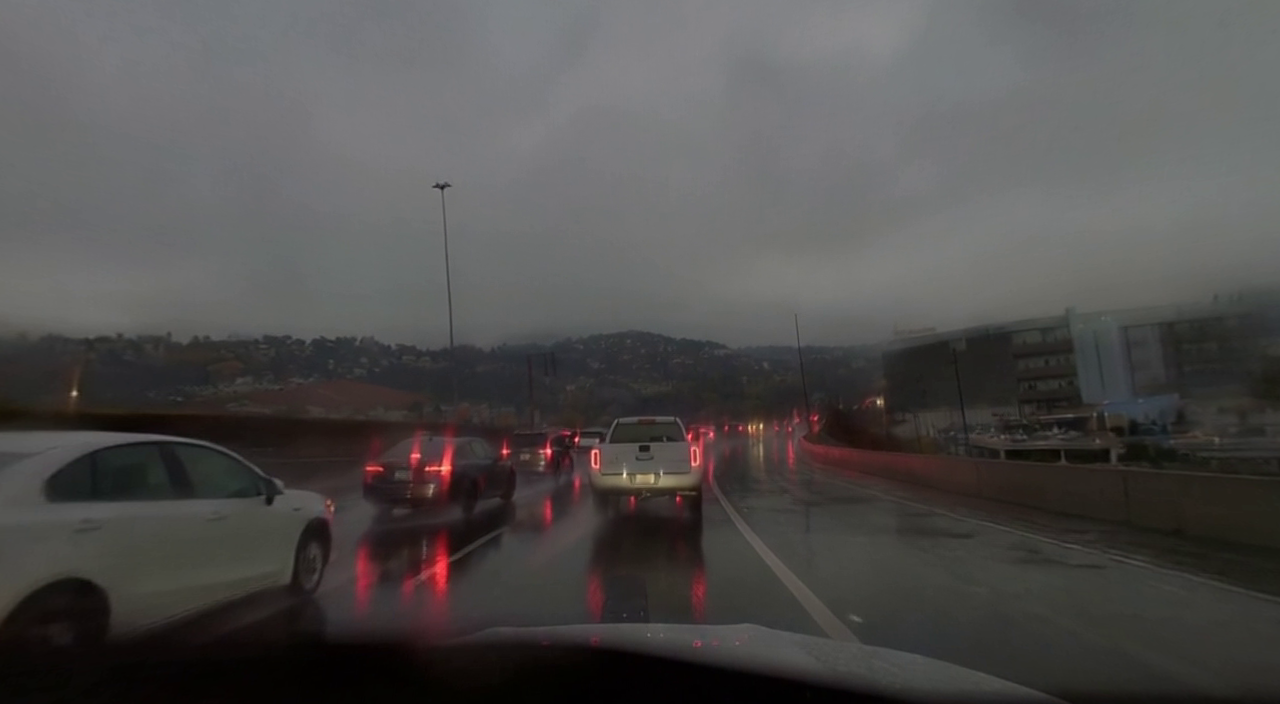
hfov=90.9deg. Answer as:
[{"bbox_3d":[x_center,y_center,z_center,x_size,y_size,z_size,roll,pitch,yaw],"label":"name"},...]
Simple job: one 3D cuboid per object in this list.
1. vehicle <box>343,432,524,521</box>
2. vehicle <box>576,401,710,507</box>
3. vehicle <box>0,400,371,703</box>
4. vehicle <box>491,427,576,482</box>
[{"bbox_3d":[-3.903,2.436,12.866,2.087,1.481,4.225,0,-9,3],"label":"vehicle"},{"bbox_3d":[0.154,2.455,15.408,2.616,2.063,5.933,0,-9,2],"label":"vehicle"},{"bbox_3d":[-3.698,1.096,3.591,1.998,1.494,5.020,0,-9,2],"label":"vehicle"},{"bbox_3d":[-3.651,3.616,22.469,1.953,1.729,4.377,-1,-9,4],"label":"vehicle"}]
